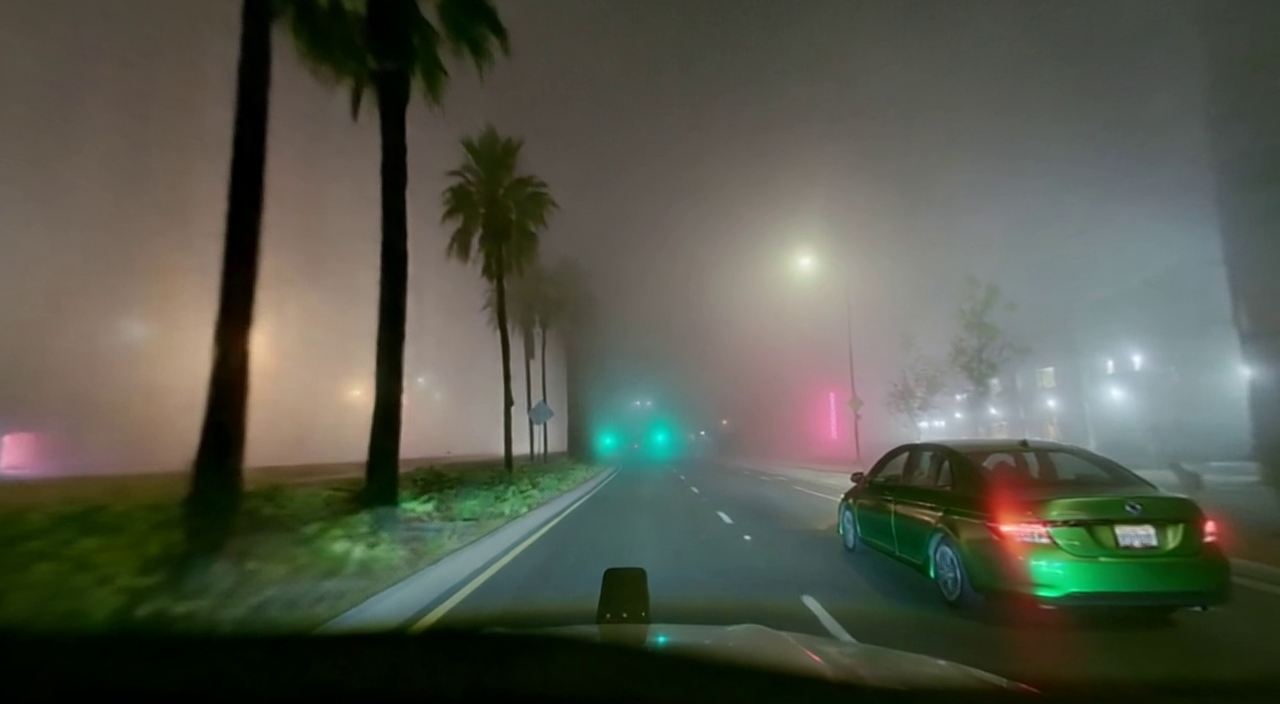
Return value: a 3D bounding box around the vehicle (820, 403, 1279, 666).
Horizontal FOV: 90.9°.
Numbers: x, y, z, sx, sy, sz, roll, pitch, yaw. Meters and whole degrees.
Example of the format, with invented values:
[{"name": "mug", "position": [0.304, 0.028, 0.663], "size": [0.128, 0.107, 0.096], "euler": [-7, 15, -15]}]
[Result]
[{"name": "vehicle", "position": [3.303, 1.394, 5.990], "size": [1.867, 1.554, 4.301], "euler": [0, -8, -1]}]
